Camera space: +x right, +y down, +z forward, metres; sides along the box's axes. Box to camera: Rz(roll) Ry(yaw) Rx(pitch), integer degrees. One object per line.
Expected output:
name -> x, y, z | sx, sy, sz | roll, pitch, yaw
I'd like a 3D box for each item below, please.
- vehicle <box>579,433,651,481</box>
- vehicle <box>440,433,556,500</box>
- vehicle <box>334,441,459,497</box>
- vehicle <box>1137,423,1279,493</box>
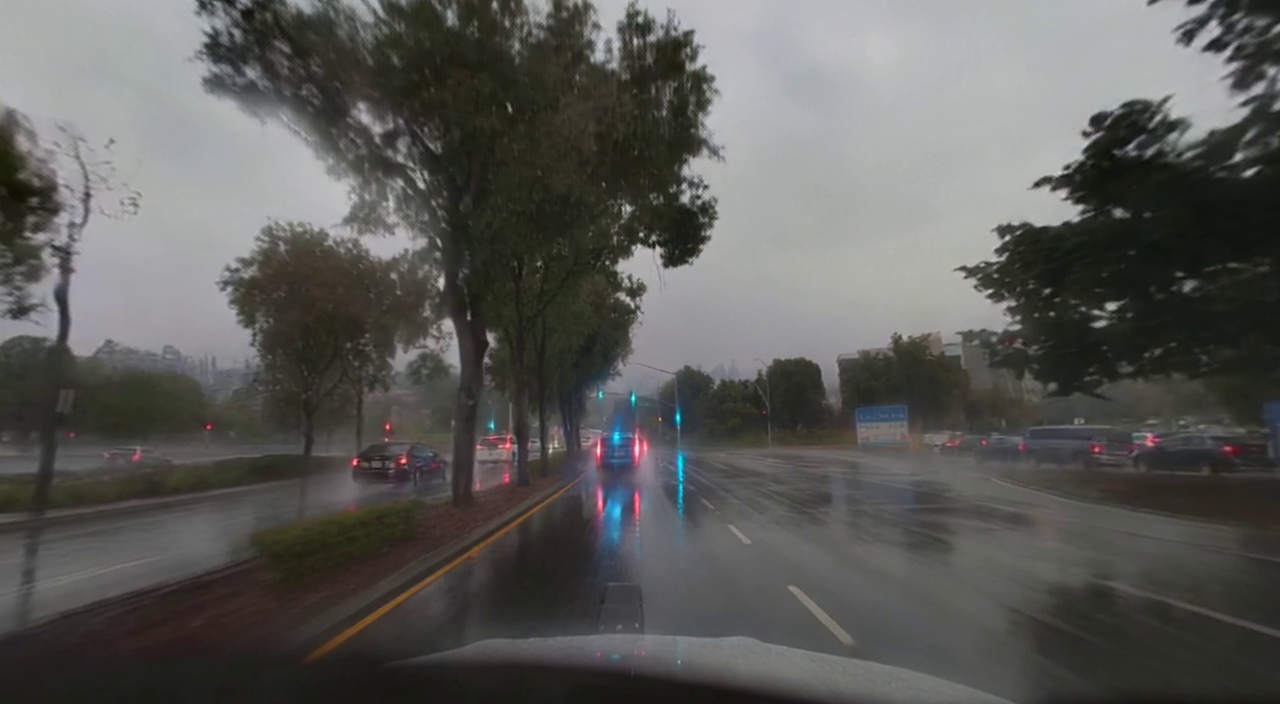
vehicle -> -0.787, 3.596, 21.945 | 2.231, 1.481, 4.489 | 0, -8, 0
vehicle -> -3.517, 2.926, 16.553 | 1.920, 1.480, 4.549 | 0, -8, 1
vehicle -> -6.999, 3.385, 18.709 | 1.852, 1.458, 4.422 | 0, -8, 1
vehicle -> 14.474, 2.529, 15.339 | 4.304, 1.481, 2.008 | 4, -10, -27
